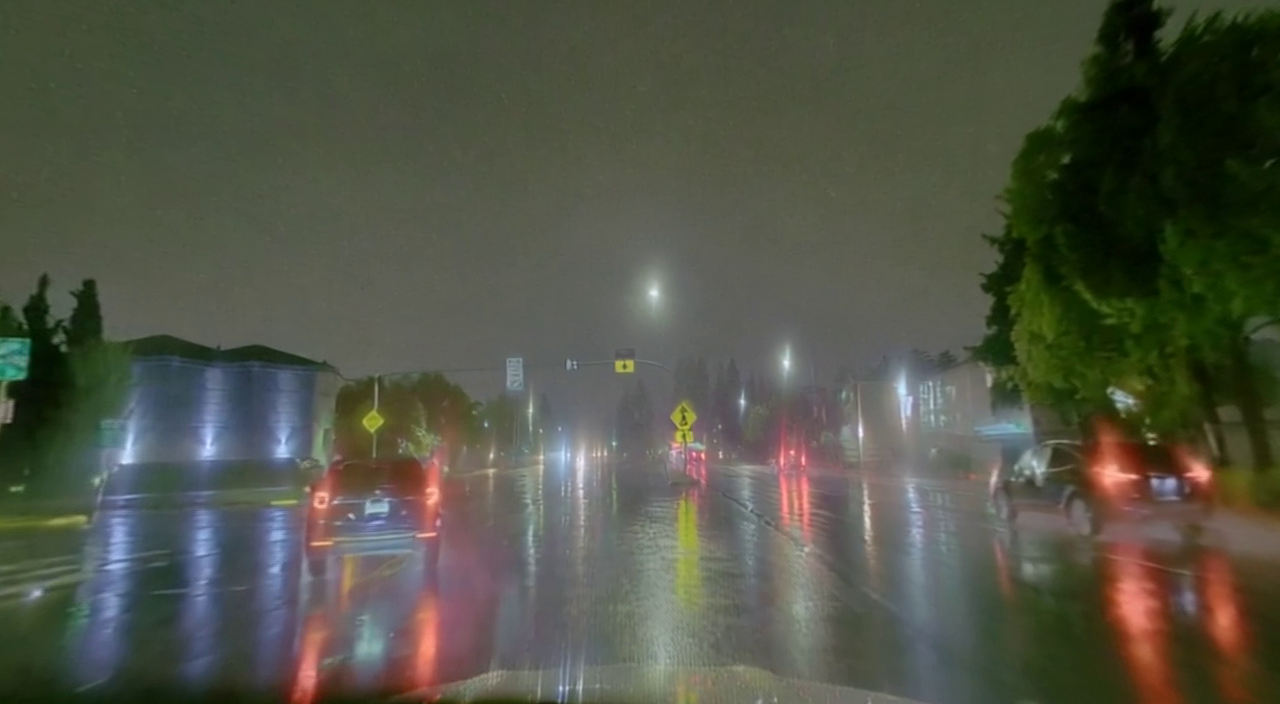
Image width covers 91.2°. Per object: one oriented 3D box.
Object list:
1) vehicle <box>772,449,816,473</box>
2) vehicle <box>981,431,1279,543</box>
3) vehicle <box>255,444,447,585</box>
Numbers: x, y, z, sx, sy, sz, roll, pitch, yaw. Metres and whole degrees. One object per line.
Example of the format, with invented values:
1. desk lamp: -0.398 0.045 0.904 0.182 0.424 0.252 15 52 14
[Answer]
1. vehicle: 10.036 7.113 41.218 1.931 1.475 4.092 -1 -9 1
2. vehicle: 8.308 2.300 11.282 2.007 1.586 4.210 -1 -9 1
3. vehicle: -4.203 2.147 9.125 2.014 1.525 3.670 4 -10 -26
